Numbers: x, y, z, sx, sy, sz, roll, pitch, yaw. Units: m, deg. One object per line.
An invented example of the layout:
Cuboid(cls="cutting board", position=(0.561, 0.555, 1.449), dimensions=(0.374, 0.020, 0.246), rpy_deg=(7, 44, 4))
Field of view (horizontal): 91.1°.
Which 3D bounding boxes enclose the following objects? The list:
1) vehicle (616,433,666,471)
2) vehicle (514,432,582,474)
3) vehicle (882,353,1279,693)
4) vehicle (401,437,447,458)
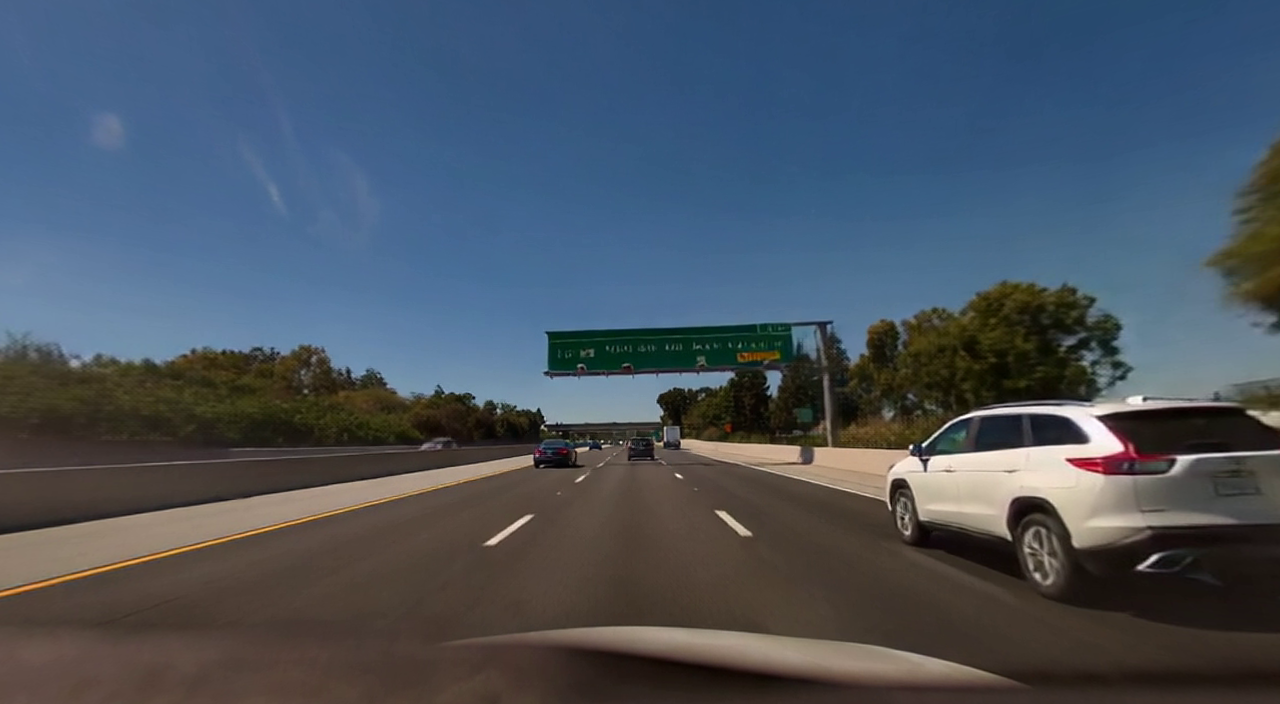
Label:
Cuboid(cls="vehicle", position=(0.040, 4.457, 28.177), dimensions=(2.049, 1.542, 3.816), rpy_deg=(0, -8, 0))
Cuboid(cls="vehicle", position=(-3.701, 4.151, 26.007), dimensions=(2.066, 1.561, 4.495), rpy_deg=(0, -8, 1))
Cuboid(cls="vehicle", position=(4.009, 1.151, 5.391), dimensions=(2.025, 1.707, 4.279), rpy_deg=(0, -8, -2))
Cuboid(cls="vehicle", position=(-16.327, 7.270, 47.733), dimensions=(1.891, 1.498, 4.614), rpy_deg=(0, -8, 0))
